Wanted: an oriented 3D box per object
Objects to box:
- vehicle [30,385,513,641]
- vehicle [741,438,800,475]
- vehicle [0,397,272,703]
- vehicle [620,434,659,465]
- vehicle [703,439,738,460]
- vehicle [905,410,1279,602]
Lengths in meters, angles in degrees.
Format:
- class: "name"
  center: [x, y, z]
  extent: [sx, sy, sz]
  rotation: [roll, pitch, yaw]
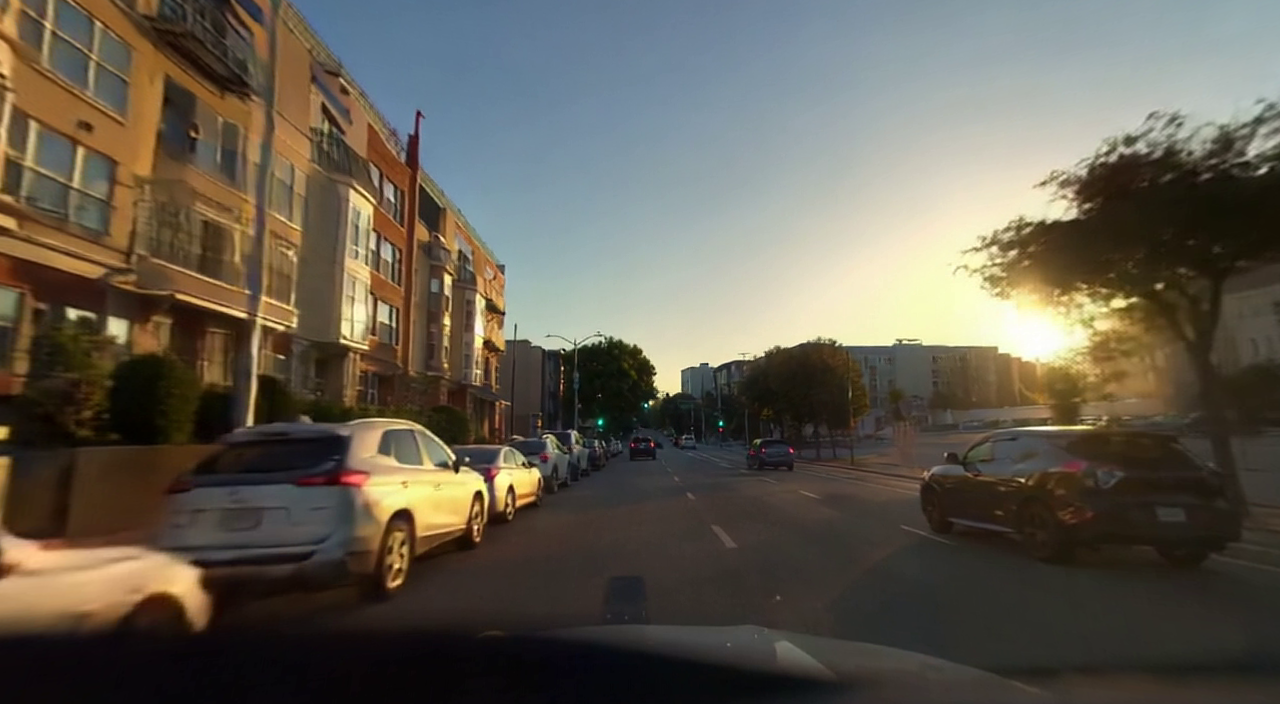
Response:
- class: "vehicle"
  center: [-2.936, 1.412, 6.576]
  extent: [2.143, 1.687, 4.602]
  rotation: [-1, -8, 2]
- class: "vehicle"
  center: [5.609, 4.532, 27.507]
  extent: [1.799, 1.463, 3.464]
  rotation: [0, -8, 0]
- class: "vehicle"
  center: [-3.028, 0.783, 1.276]
  extent: [1.843, 1.482, 4.310]
  rotation: [-1, -8, 2]
- class: "vehicle"
  center: [-0.036, 5.612, 36.470]
  extent: [2.122, 1.689, 3.885]
  rotation: [0, -8, 0]
- class: "vehicle"
  center: [5.839, 7.169, 46.357]
  extent: [1.917, 1.467, 4.452]
  rotation: [0, -8, -1]
- class: "vehicle"
  center: [5.010, 1.605, 7.454]
  extent: [1.891, 1.599, 4.173]
  rotation: [0, -8, 0]
